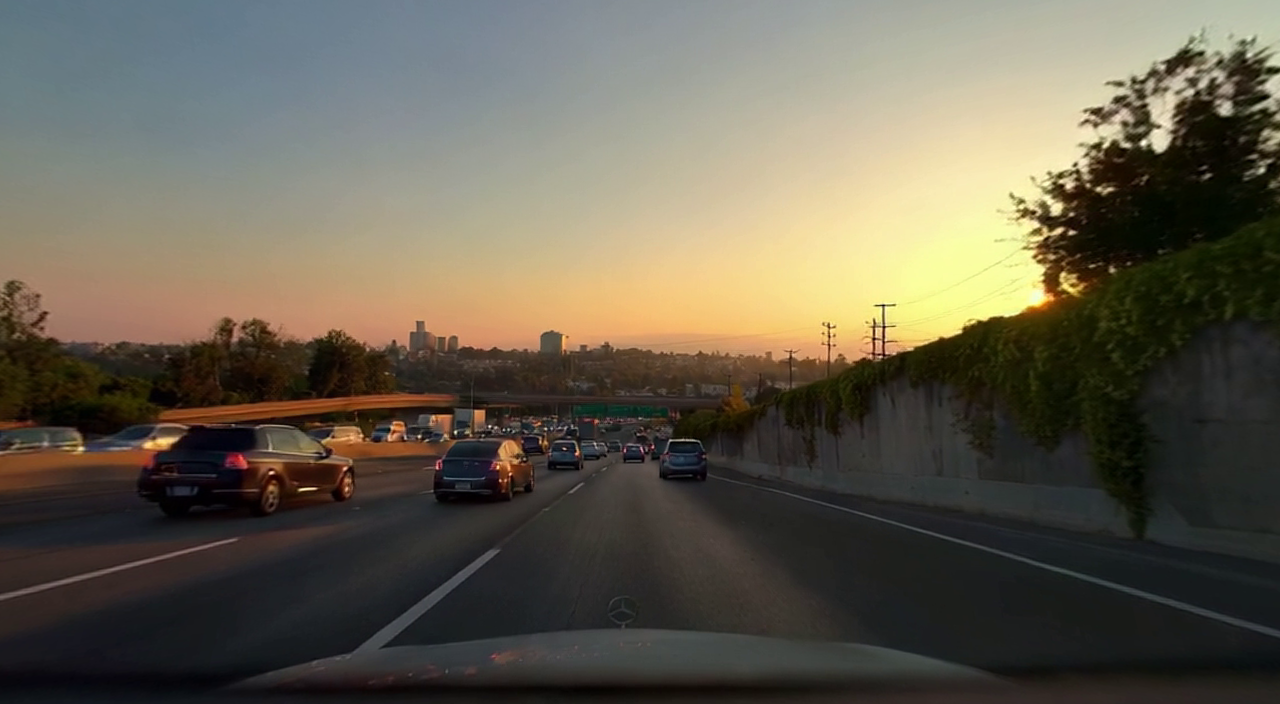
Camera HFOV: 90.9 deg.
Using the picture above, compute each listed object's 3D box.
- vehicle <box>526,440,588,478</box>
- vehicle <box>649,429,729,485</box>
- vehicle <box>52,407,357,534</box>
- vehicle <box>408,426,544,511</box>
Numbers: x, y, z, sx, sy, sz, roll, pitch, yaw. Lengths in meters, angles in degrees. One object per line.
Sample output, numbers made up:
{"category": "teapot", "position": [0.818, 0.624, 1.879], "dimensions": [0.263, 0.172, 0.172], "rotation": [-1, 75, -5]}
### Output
{"category": "vehicle", "position": [-3.605, 4.775, 28.320], "dimensions": [2.049, 1.530, 4.707], "rotation": [0, -9, 1]}
{"category": "vehicle", "position": [1.951, 4.484, 27.315], "dimensions": [2.793, 2.132, 5.682], "rotation": [0, -9, -2]}
{"category": "vehicle", "position": [-7.391, 2.070, 11.552], "dimensions": [2.222, 1.825, 4.640], "rotation": [0, -9, 0]}
{"category": "vehicle", "position": [-3.694, 2.722, 15.161], "dimensions": [2.026, 1.719, 4.490], "rotation": [0, -9, 0]}
